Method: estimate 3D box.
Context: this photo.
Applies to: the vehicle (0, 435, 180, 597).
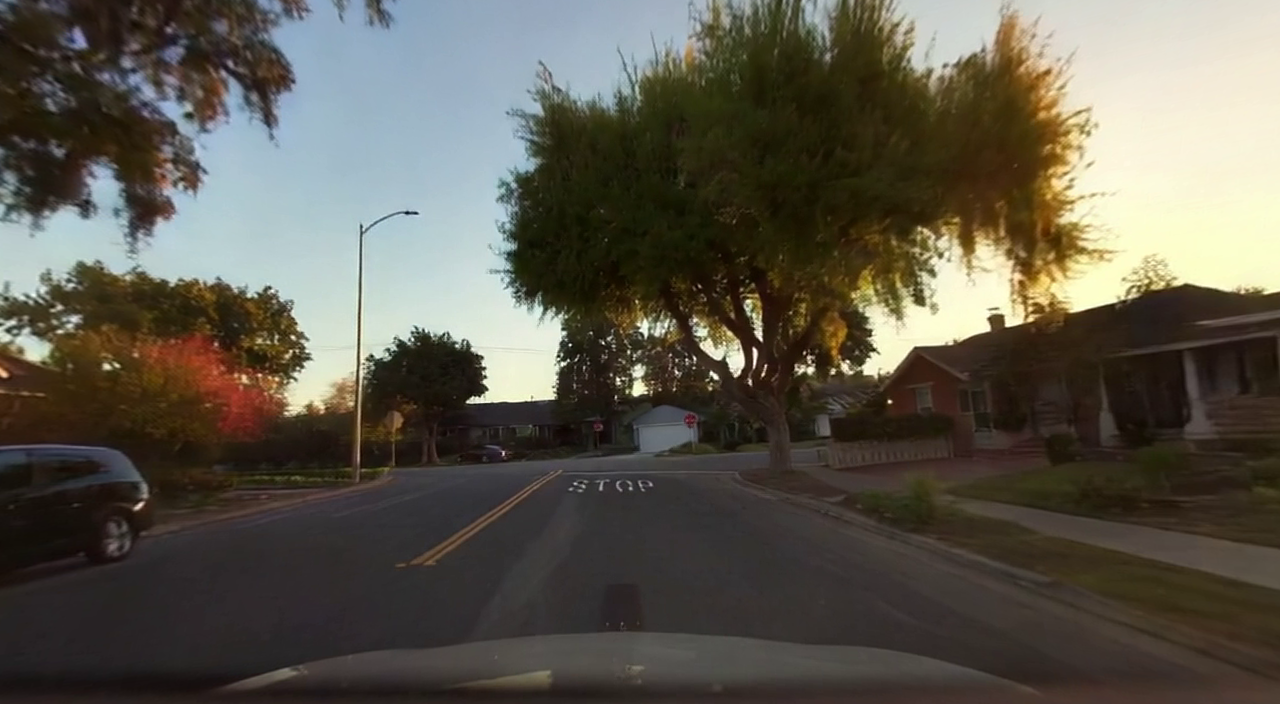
[{"bbox_3d":[-7.640,1.771,7.046,1.994,1.656,4.334,1,-8,-5],"label":"vehicle"}]
